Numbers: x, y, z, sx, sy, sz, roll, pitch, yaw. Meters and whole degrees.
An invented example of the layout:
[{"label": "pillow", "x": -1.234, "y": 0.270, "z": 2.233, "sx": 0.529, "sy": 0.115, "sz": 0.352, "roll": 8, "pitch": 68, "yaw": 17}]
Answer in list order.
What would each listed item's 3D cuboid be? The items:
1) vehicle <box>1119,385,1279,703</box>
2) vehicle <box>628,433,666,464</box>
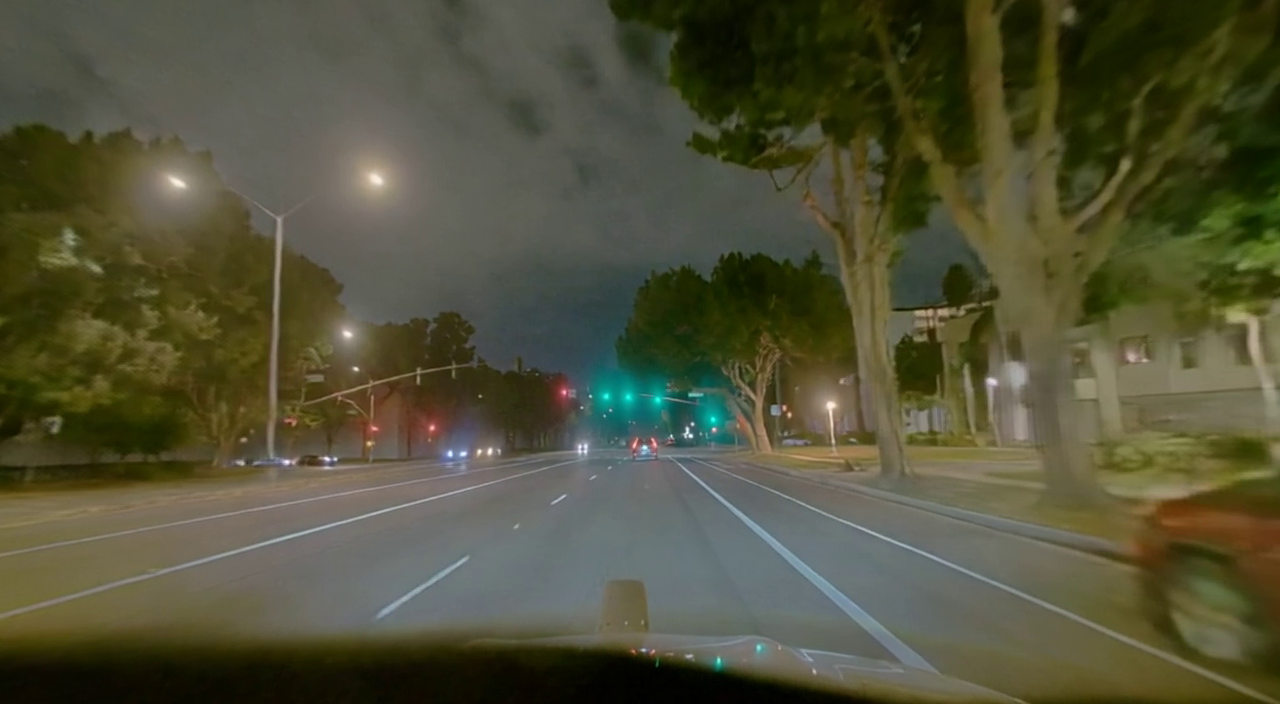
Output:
[{"label": "vehicle", "x": 3.873, "y": 0.694, "z": 1.306, "sx": 2.269, "sy": 1.520, "sz": 4.410, "roll": -1, "pitch": -8, "yaw": 0}, {"label": "vehicle", "x": 0.402, "y": 5.800, "z": 38.015, "sx": 2.169, "sy": 1.751, "sz": 4.276, "roll": -1, "pitch": -8, "yaw": 0}]
